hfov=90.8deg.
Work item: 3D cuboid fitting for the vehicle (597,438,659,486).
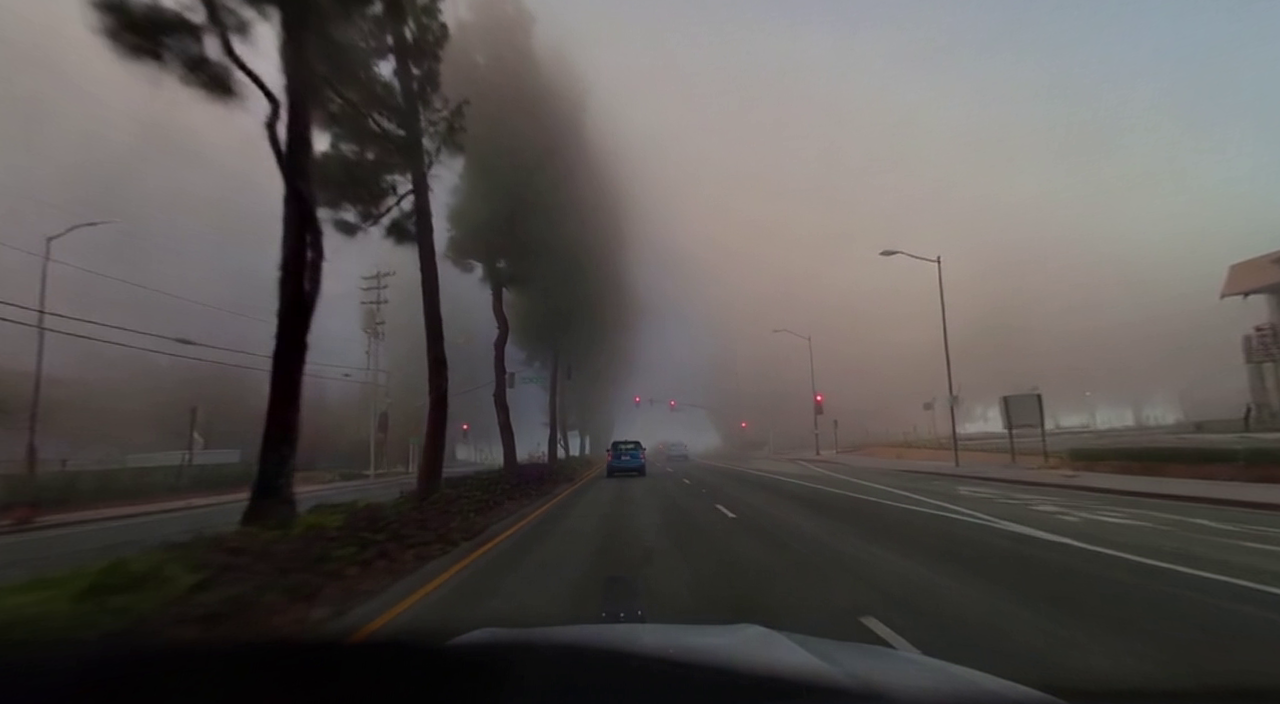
[{"bbox_3d":[-0.438,4.172,24.302,2.181,1.639,4.127,0,-9,0],"label":"vehicle"}]
